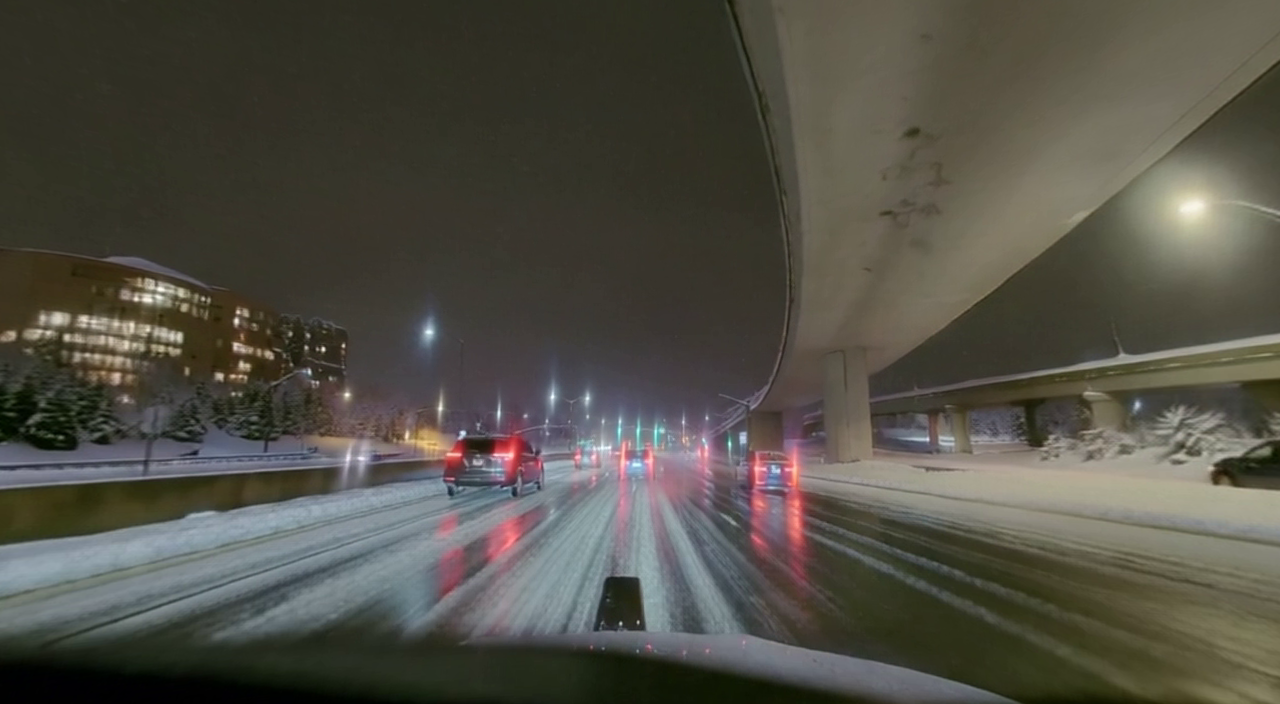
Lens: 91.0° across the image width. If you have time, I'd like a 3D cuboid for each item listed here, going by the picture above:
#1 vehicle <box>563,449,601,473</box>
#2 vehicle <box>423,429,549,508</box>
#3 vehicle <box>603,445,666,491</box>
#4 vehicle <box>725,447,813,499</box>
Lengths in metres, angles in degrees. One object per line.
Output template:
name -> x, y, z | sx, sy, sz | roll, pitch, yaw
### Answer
vehicle -> -3.618, 6.849, 39.880 | 1.868, 1.431, 4.055 | 0, -9, 2
vehicle -> -3.948, 3.070, 17.111 | 2.142, 1.819, 4.648 | 0, -9, 1
vehicle -> -0.154, 4.160, 22.892 | 2.089, 1.493, 3.964 | 0, -9, 1
vehicle -> 4.020, 3.828, 20.329 | 1.974, 1.490, 3.994 | 0, -9, 0
